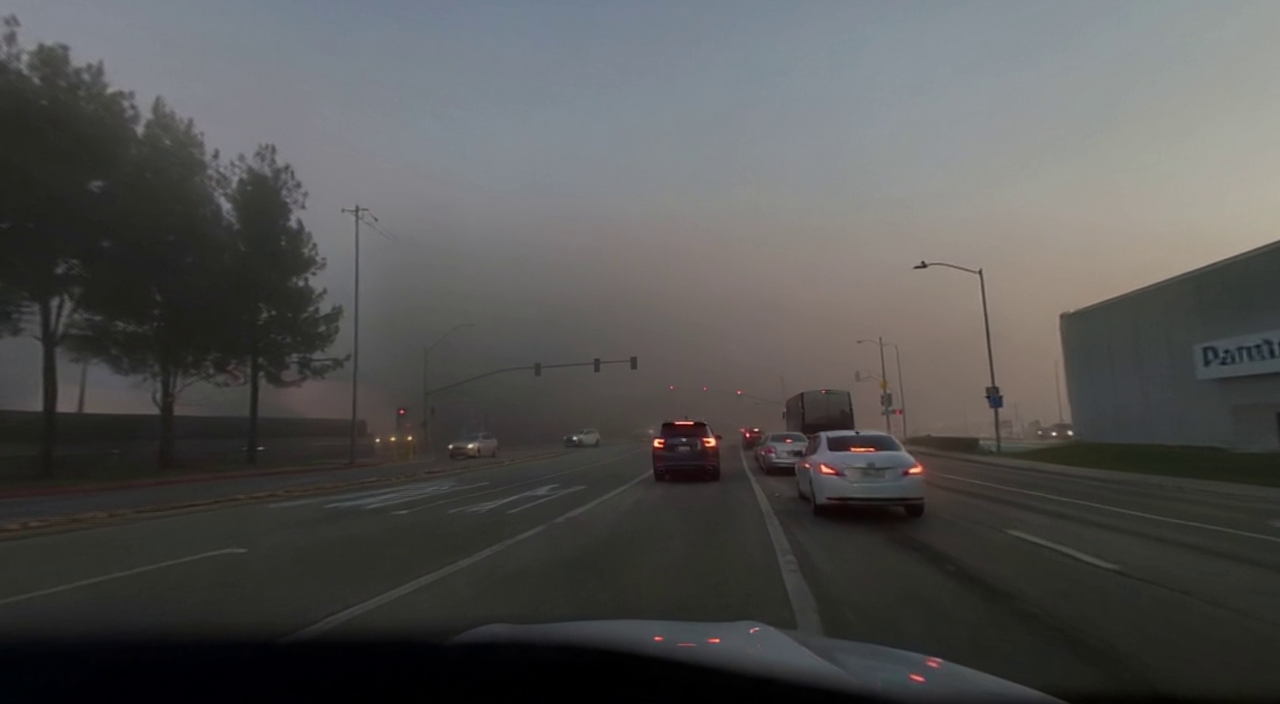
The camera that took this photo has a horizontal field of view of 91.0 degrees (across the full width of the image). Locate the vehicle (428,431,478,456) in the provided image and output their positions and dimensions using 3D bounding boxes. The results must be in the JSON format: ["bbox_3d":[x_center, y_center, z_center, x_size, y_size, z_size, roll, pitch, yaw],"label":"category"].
[{"bbox_3d":[-13.428,6.639,45.394,1.950,1.713,4.406,-1,-9,5],"label":"vehicle"}]

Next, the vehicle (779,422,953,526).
[{"bbox_3d":[3.824,2.139,11.621,2.109,1.500,4.585,-1,-9,8],"label":"vehicle"}]

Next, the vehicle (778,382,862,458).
[{"bbox_3d":[10.269,4.176,36.936,2.965,3.900,9.064,-1,-9,5],"label":"vehicle"}]

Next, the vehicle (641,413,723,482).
[{"bbox_3d":[1.436,2.984,19.717,2.188,1.892,4.488,-1,-9,8],"label":"vehicle"}]
